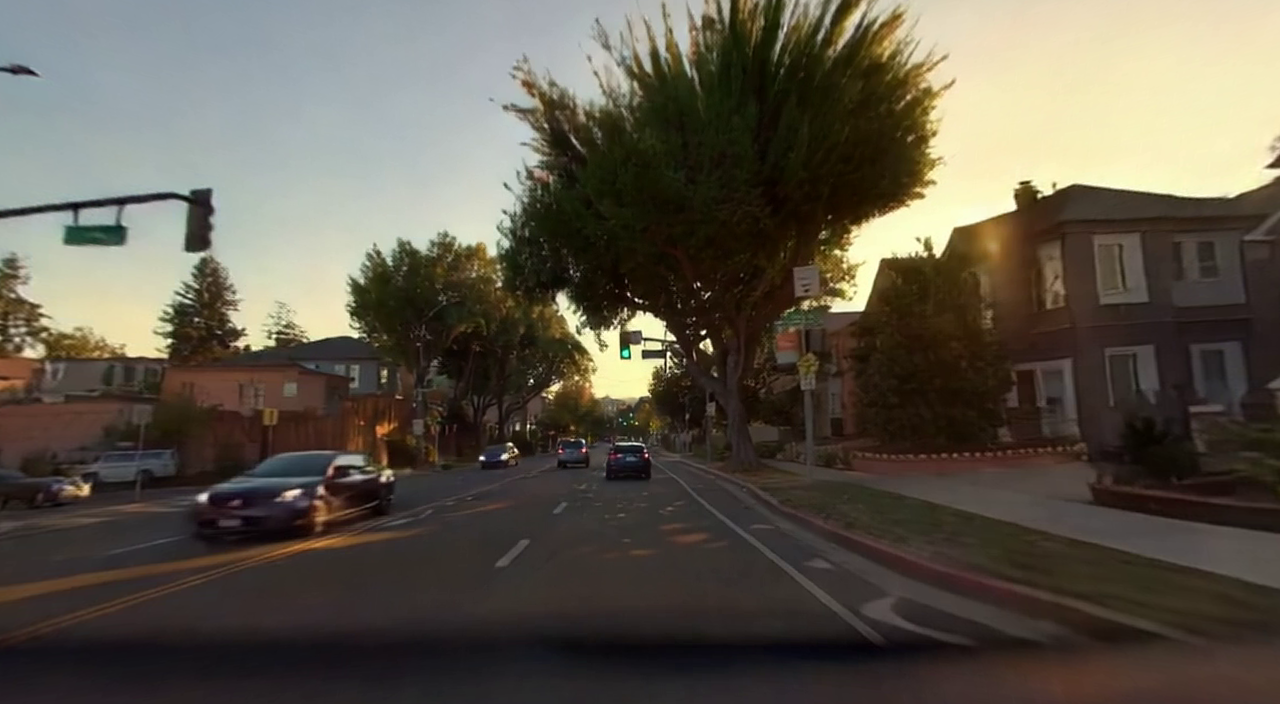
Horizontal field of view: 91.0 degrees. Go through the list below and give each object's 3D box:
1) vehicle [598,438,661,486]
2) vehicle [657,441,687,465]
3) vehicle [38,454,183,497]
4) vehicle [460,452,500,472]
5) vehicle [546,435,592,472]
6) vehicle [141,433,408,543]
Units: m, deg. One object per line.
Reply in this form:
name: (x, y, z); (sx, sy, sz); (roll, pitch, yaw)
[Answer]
vehicle: (-0.383, 3.832, 22.171); (1.998, 1.518, 4.015); (0, -8, -1)
vehicle: (2.392, 7.601, 47.496); (1.969, 1.725, 4.387); (0, -8, -1)
vehicle: (-23.232, 5.420, 27.735); (4.537, 1.755, 1.933); (0, -9, -1)
vehicle: (-12.396, 8.529, 49.012); (1.913, 1.475, 4.372); (0, -8, 1)
vehicle: (-3.724, 5.392, 33.532); (1.983, 1.841, 4.013); (0, -8, 0)
vehicle: (-6.339, 2.390, 11.873); (2.048, 1.601, 5.047); (0, -8, -1)
